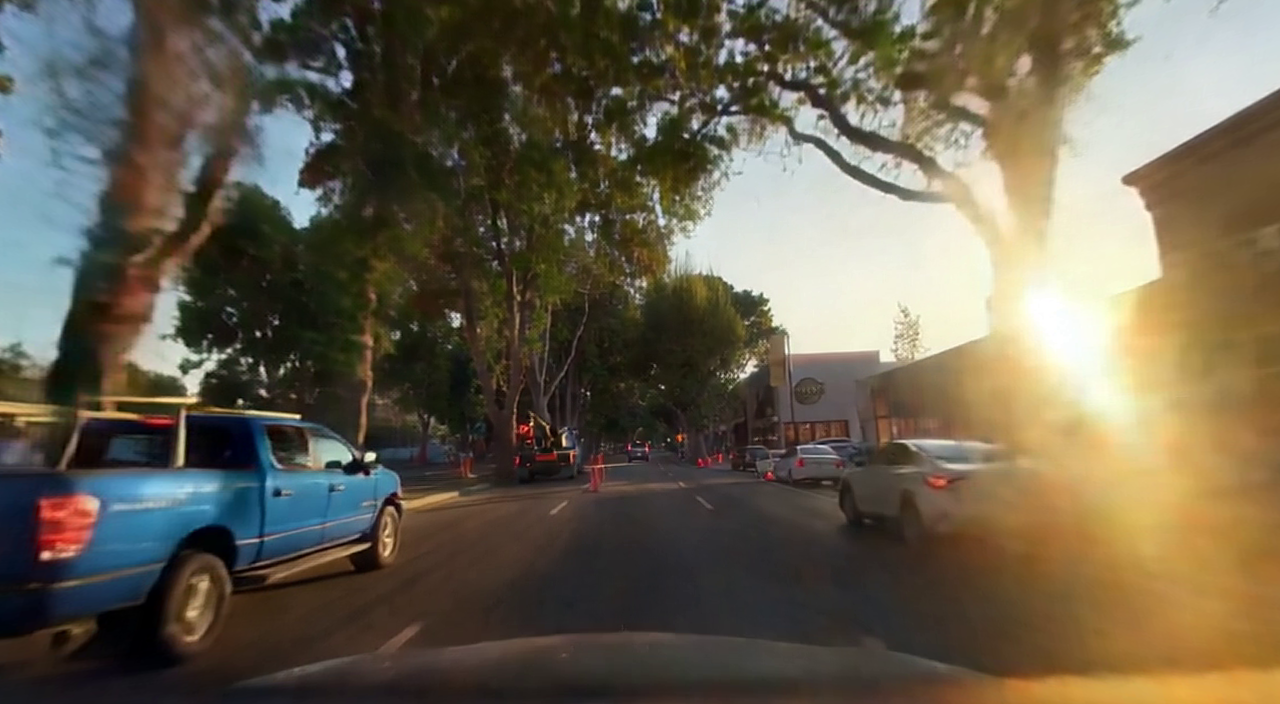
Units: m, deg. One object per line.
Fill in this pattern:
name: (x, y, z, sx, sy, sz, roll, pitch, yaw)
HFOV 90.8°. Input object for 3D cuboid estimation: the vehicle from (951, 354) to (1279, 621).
vehicle: (6.681, 1.482, 7.874, 2.921, 2.166, 5.422, 0, -9, 2)

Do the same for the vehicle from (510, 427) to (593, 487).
vehicle: (-3.262, 4.053, 24.749, 2.424, 2.063, 5.678, 0, -9, 0)

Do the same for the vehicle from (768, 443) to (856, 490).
vehicle: (6.048, 4.066, 22.812, 2.045, 1.505, 4.615, -1, -9, 3)

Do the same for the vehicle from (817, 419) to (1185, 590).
vehicle: (4.073, 1.784, 8.295, 2.082, 1.601, 4.451, 0, -9, -2)

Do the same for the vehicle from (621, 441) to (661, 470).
vehicle: (0.006, 6.729, 41.271, 2.413, 1.748, 4.406, 0, -9, -2)

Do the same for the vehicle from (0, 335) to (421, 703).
vehicle: (-3.584, 1.141, 4.683, 2.327, 1.775, 4.430, 0, -9, 0)
